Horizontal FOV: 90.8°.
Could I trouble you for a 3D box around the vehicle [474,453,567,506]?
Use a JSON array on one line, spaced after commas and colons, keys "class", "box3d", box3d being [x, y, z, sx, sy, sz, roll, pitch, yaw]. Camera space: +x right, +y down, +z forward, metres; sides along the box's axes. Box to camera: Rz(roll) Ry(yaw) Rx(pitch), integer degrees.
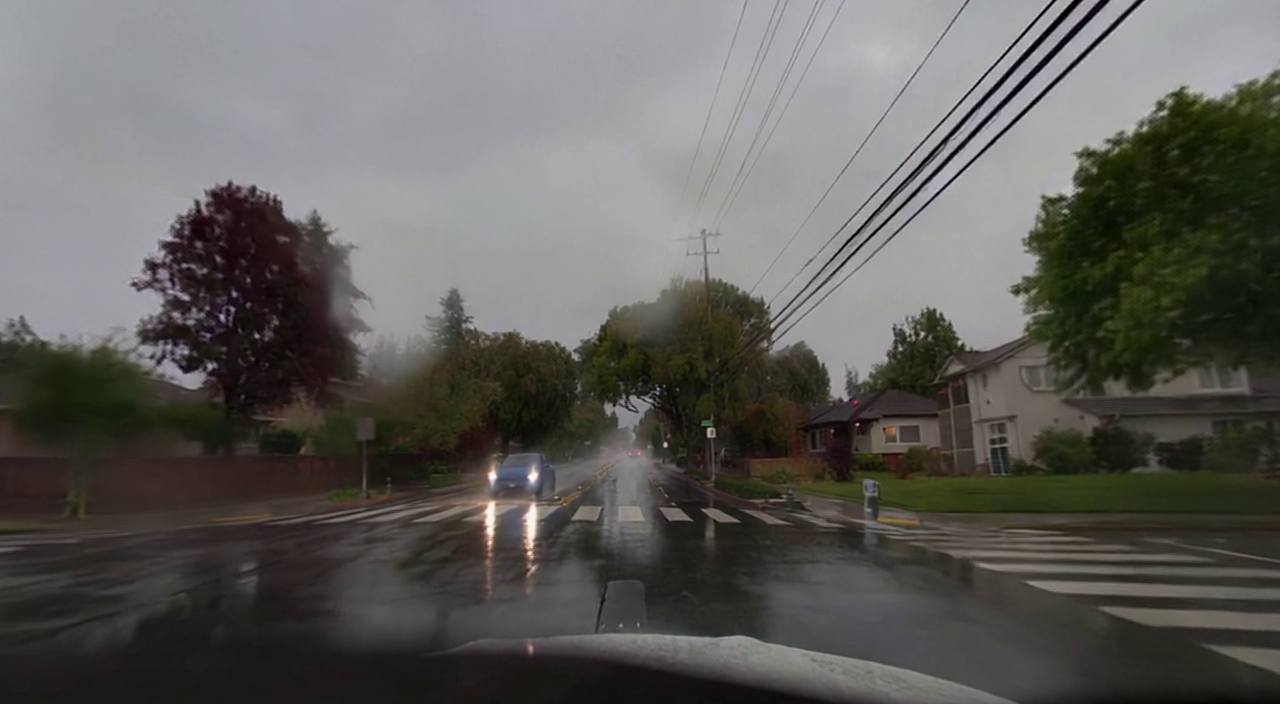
[{"class": "vehicle", "box3d": [-3.639, 3.958, 20.074, 2.102, 1.463, 4.024, 0, -9, 1]}]
